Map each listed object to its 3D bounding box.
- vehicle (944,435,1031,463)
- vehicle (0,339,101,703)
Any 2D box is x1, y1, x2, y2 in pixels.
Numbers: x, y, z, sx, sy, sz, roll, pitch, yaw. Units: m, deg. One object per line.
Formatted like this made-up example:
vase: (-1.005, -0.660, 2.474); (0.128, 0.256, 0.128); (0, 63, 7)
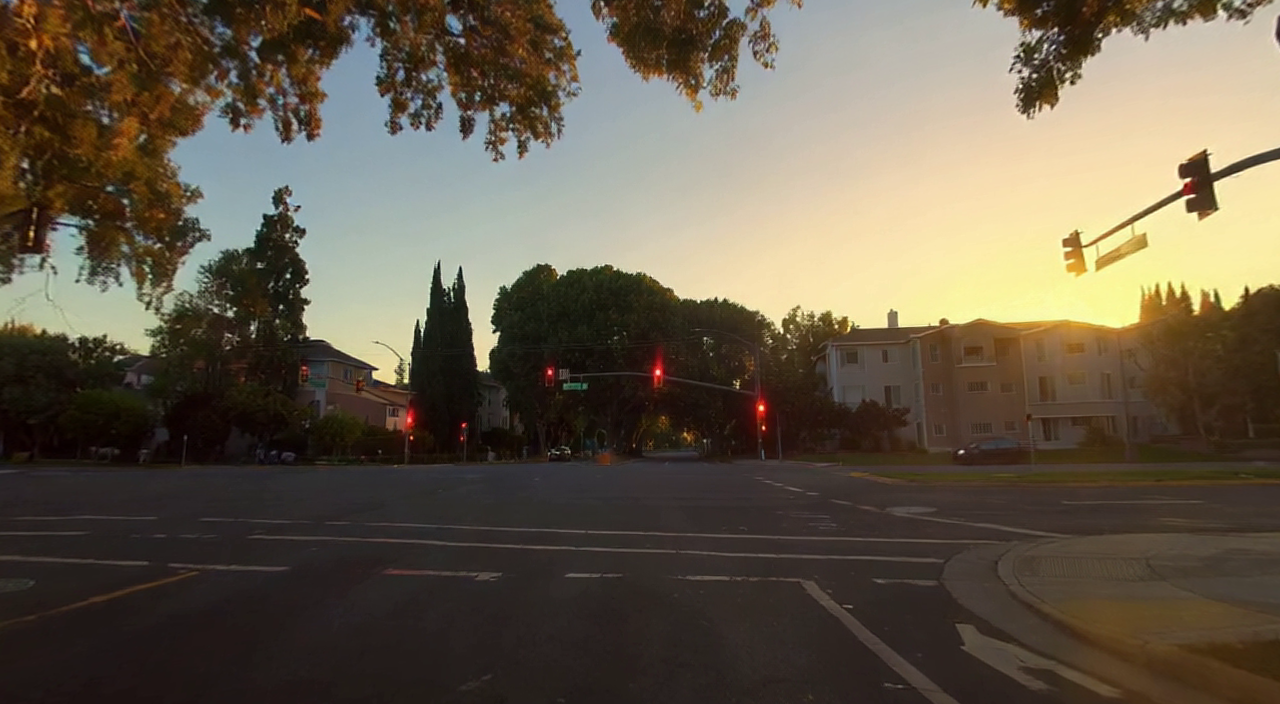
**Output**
vehicle: (18.903, 5.290, 34.480); (3.952, 1.468, 1.768); (-4, -9, 22)
vehicle: (-3.264, 0.532, 0.410); (1.954, 1.689, 4.347); (0, -8, 0)
